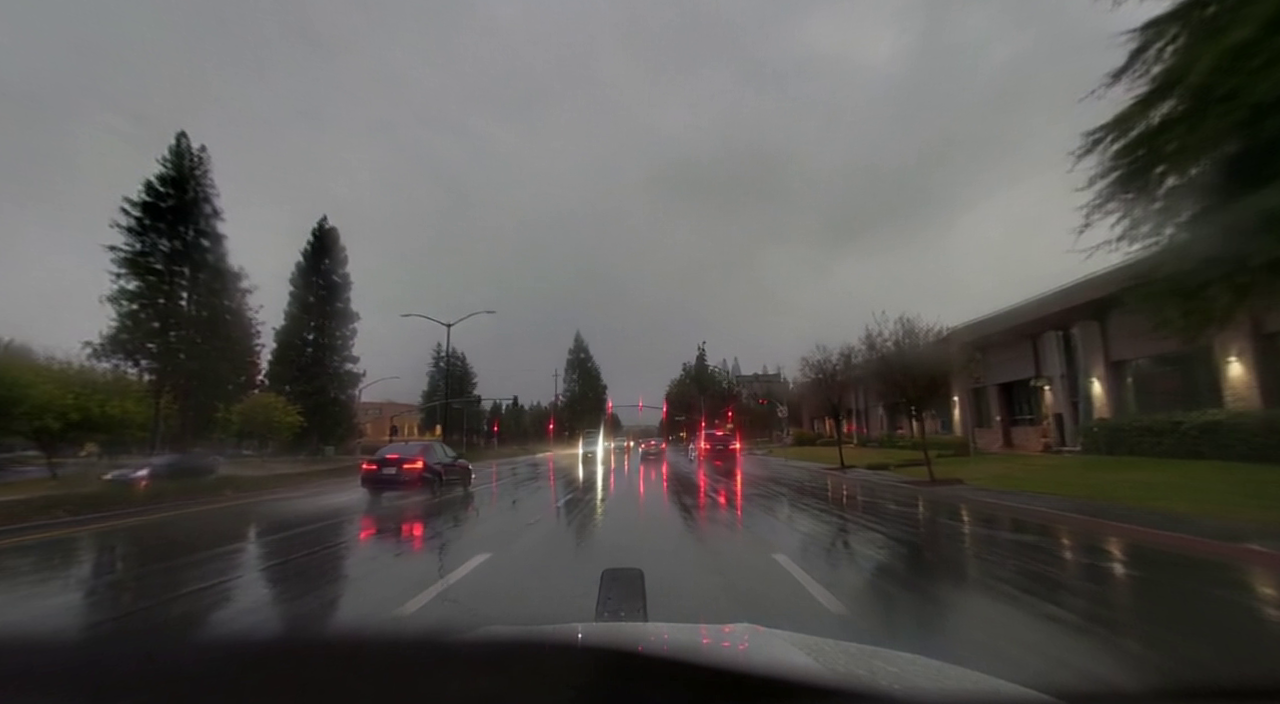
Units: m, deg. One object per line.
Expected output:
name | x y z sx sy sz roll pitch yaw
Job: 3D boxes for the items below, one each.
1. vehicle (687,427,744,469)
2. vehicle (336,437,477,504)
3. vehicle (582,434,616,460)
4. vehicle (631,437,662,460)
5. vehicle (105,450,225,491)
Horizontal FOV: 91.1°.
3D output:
vehicle | 3.509 4.606 30.155 2.141 1.833 4.704 0 -8 -1
vehicle | -5.743 2.947 16.161 1.926 1.465 4.620 0 -8 -1
vehicle | -2.741 6.479 42.980 1.912 1.703 4.261 0 -8 2
vehicle | 0.431 6.484 42.393 2.021 1.461 3.862 0 -8 0
vehicle | -19.282 4.782 25.741 1.717 1.486 4.238 0 -8 -3
